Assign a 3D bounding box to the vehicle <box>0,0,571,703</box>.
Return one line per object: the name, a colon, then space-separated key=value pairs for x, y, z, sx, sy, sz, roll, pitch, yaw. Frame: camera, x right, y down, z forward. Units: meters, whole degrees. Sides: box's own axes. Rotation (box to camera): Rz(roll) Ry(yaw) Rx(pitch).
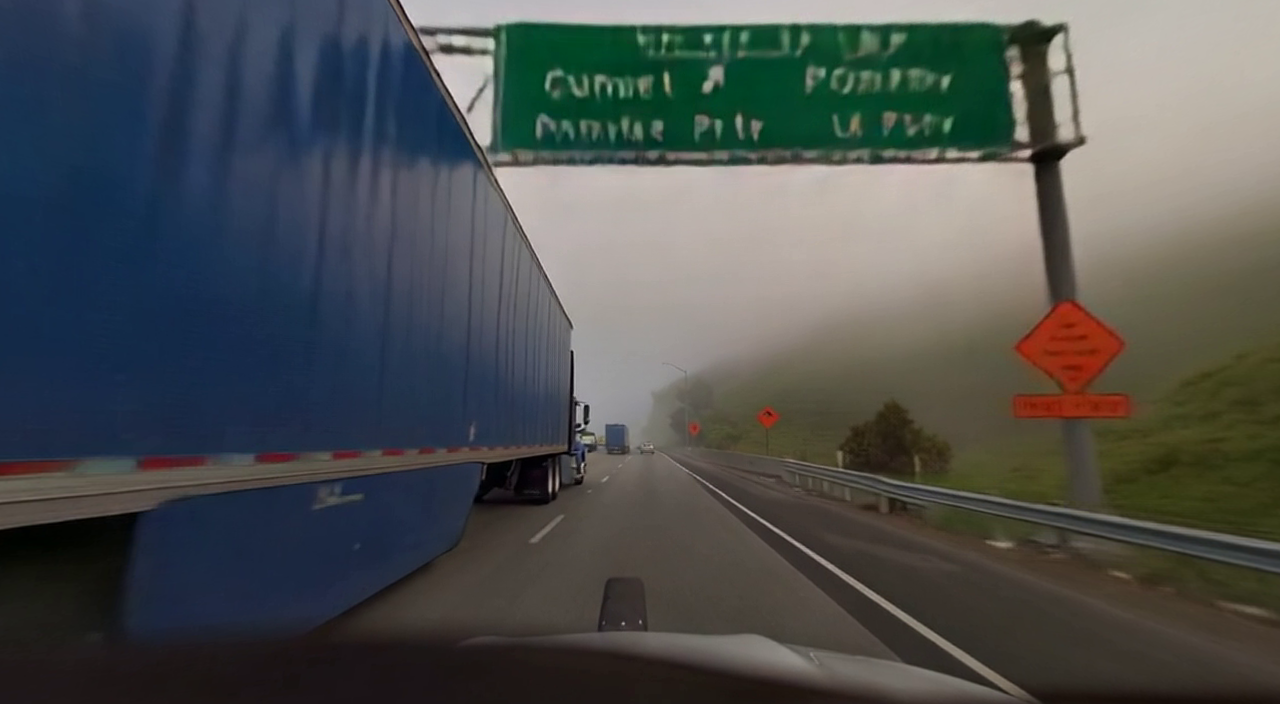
vehicle: x=-3.253 y=0.163 z=6.427 sx=3.202 sy=4.352 sz=16.251 roll=0 pitch=-8 yaw=0
